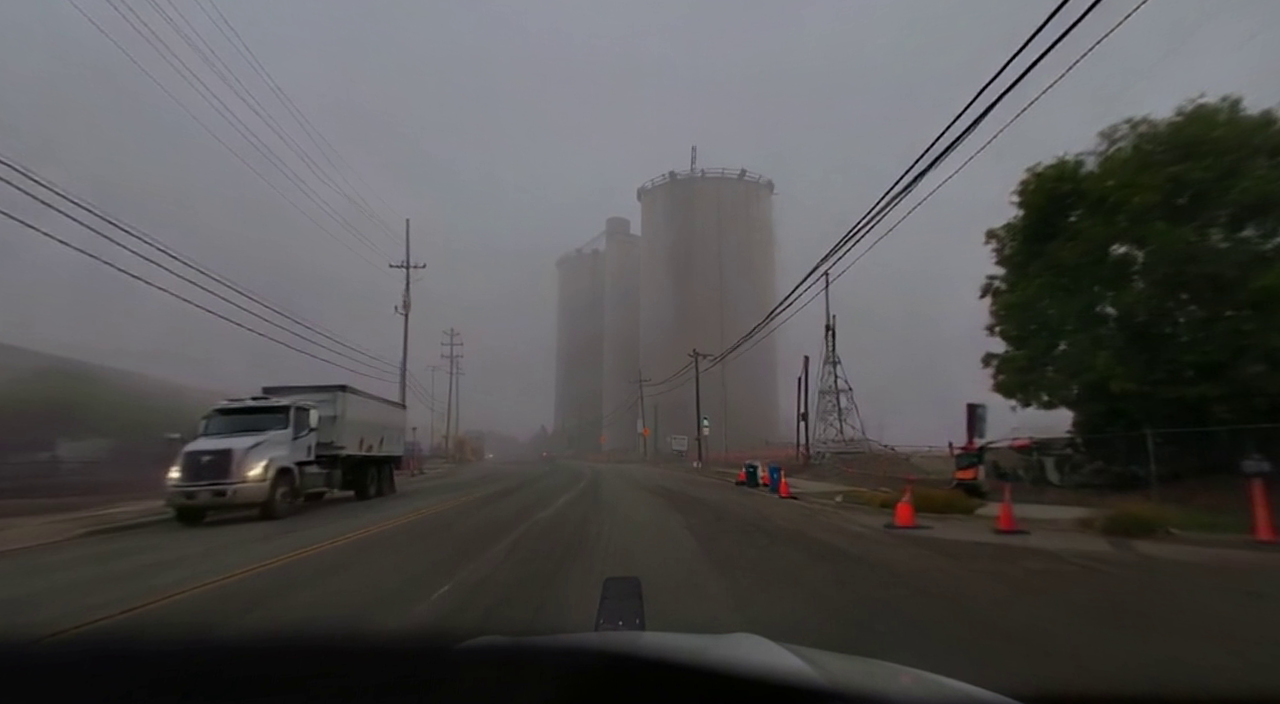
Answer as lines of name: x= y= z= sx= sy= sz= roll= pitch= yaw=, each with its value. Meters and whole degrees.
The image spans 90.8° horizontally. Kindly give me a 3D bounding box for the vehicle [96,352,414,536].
vehicle: x=-8.204 y=2.216 z=15.198 sx=2.991 sy=3.173 sz=7.929 roll=-1 pitch=-9 yaw=-3
